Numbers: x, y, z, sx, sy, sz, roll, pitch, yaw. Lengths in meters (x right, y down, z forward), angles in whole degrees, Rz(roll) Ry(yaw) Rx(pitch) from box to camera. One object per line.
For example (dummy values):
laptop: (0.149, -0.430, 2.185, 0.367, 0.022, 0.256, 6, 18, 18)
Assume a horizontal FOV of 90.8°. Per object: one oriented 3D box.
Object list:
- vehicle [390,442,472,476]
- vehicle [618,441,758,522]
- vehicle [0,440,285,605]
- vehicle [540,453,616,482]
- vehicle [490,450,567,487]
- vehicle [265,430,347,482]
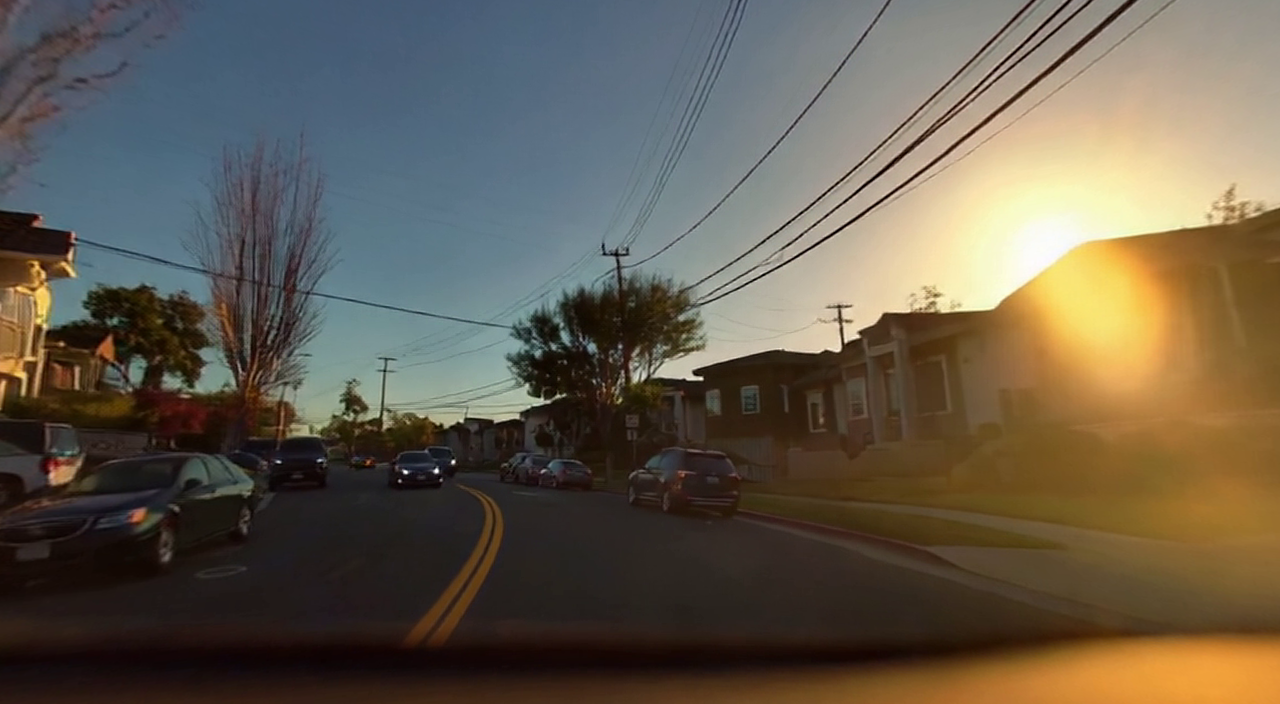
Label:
vehicle: (-13.768, 6.994, 41.448, 5.504, 1.869, 2.449, -8, -18, 42)
vehicle: (1.001, 3.140, 15.893, 1.994, 1.682, 4.750, 4, -9, -15)
vehicle: (-7.023, 2.092, 8.793, 2.023, 1.674, 4.556, 1, -8, -8)
vehicle: (-3.704, 6.949, 38.263, 4.163, 1.586, 2.023, 8, -11, -43)
vehicle: (-5.514, 5.646, 30.798, 1.923, 1.531, 4.568, 10, -13, -32)
vehicle: (-13.646, 4.278, 25.622, 2.378, 1.840, 5.389, 7, -13, -31)
